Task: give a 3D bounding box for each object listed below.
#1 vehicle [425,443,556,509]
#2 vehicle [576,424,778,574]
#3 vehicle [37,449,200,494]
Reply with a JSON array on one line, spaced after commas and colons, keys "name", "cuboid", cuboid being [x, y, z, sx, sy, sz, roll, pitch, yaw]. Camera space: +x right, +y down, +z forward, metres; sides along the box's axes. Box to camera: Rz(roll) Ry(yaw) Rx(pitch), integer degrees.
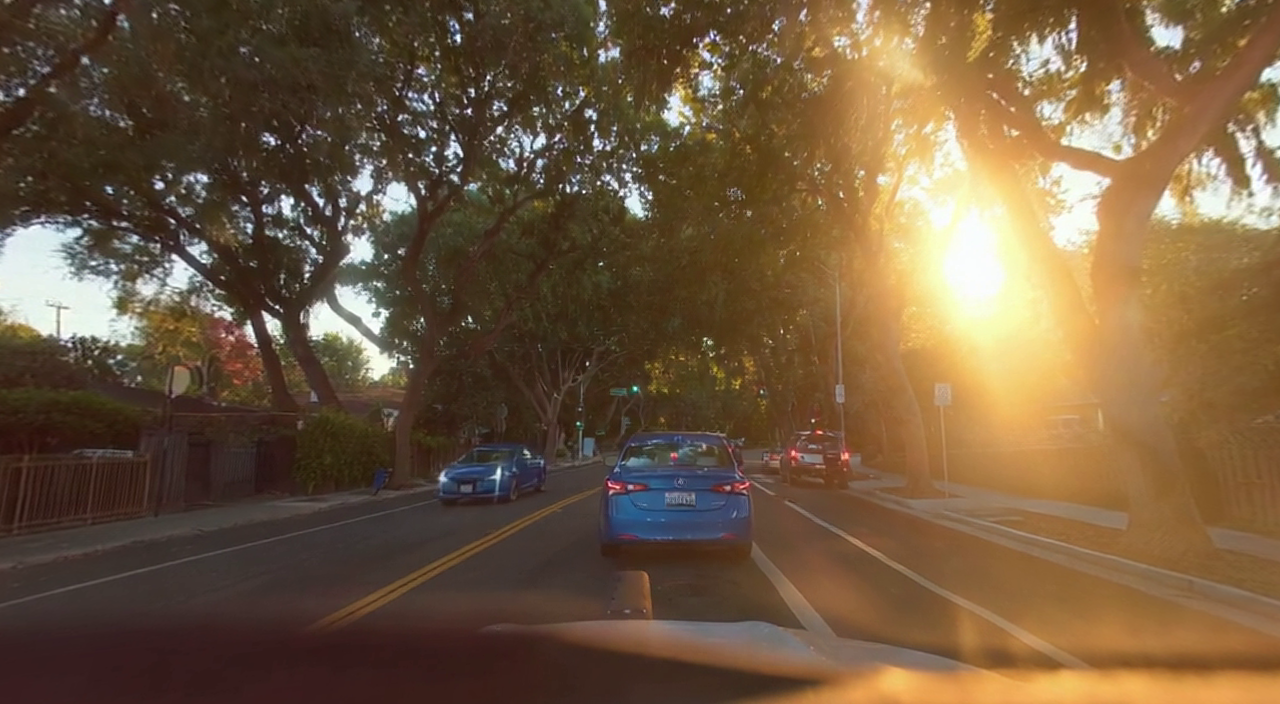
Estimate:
[{"name": "vehicle", "cuboid": [-3.734, 3.159, 16.678, 1.956, 1.488, 4.560, -1, -8, 6]}, {"name": "vehicle", "cuboid": [0.427, 1.802, 8.528, 2.070, 1.516, 3.936, 0, -8, 1]}, {"name": "vehicle", "cuboid": [-18.131, 4.117, 22.019, 4.069, 1.445, 2.063, -1, -9, 8]}]
